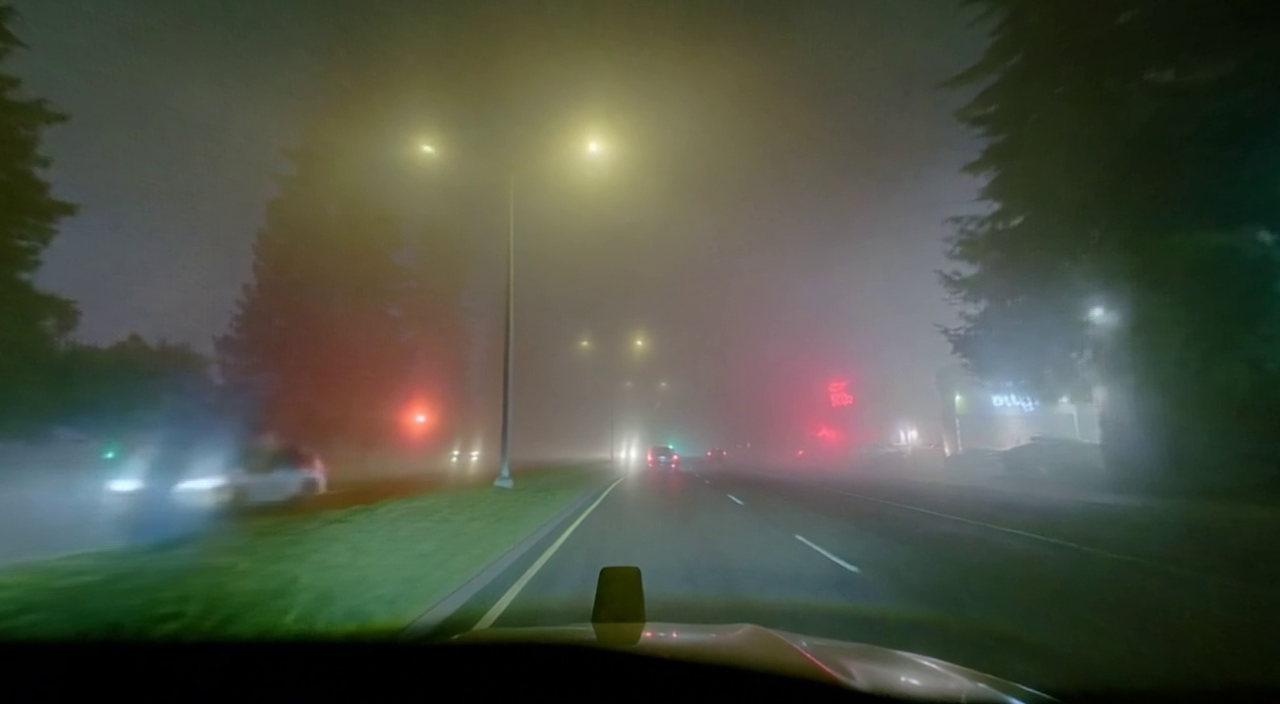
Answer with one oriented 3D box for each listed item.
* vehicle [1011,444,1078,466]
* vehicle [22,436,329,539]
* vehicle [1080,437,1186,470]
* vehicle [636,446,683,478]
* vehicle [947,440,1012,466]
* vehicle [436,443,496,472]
[{"bbox_3d":[28.206,7.173,44.198,1.844,1.481,3.904,0,-9,-4],"label":"vehicle"},{"bbox_3d":[-8.053,2.363,11.749,2.063,1.483,4.751,-1,-9,1],"label":"vehicle"},{"bbox_3d":[24.194,5.048,31.239,1.780,1.463,4.112,-1,-10,-2],"label":"vehicle"},{"bbox_3d":[0.981,5.304,30.752,2.095,1.456,3.873,-1,-9,3],"label":"vehicle"},{"bbox_3d":[23.226,6.932,43.363,1.864,1.655,4.179,0,-9,-4],"label":"vehicle"},{"bbox_3d":[-10.384,6.307,38.068,1.987,1.626,4.654,-1,-9,4],"label":"vehicle"}]
